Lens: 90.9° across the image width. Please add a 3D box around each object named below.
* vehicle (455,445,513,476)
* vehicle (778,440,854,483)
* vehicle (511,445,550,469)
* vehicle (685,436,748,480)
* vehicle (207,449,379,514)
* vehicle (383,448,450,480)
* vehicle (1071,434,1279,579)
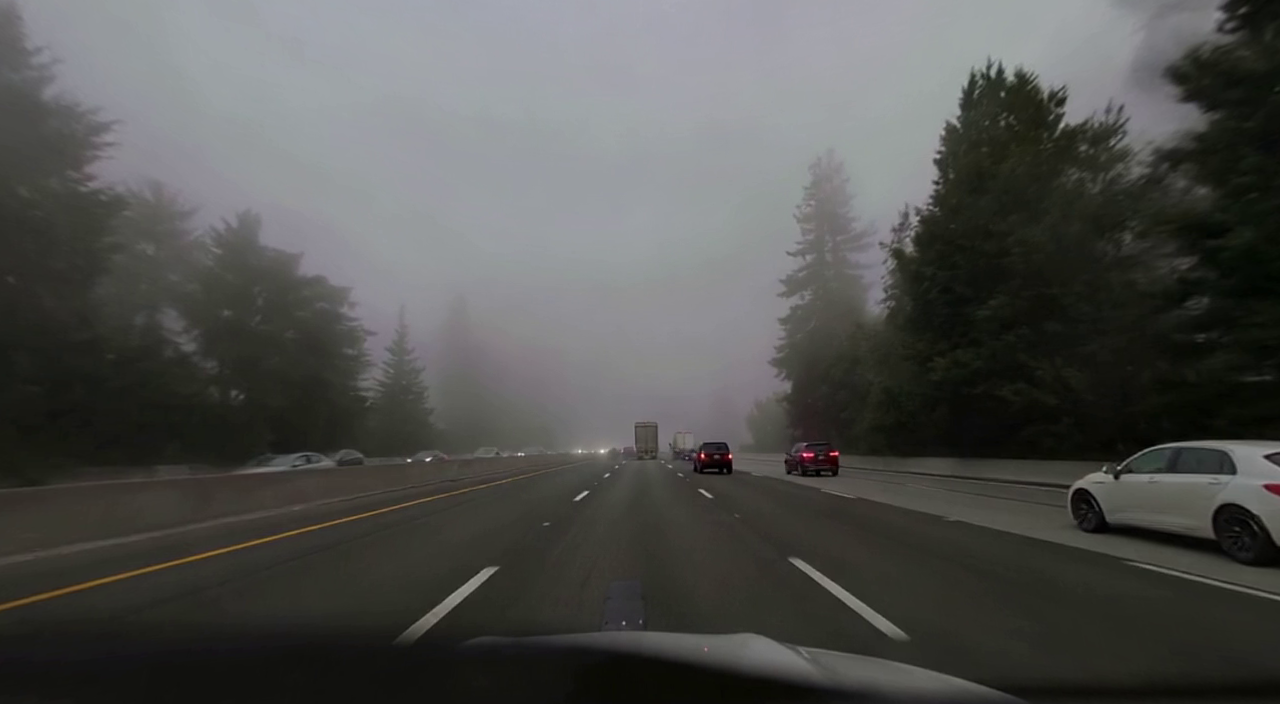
[{"bbox_3d":[-8.440,5.882,34.495,1.963,1.571,4.318,0,-8,2],"label":"vehicle"},{"bbox_3d":[7.512,4.675,27.339,1.976,1.703,4.288,0,-8,-1],"label":"vehicle"},{"bbox_3d":[-7.800,7.512,45.305,1.997,1.600,4.277,0,-8,1],"label":"vehicle"},{"bbox_3d":[3.482,4.937,29.678,2.209,1.862,4.717,0,-8,-1],"label":"vehicle"},{"bbox_3d":[-8.826,3.286,16.573,1.955,1.448,4.351,0,-8,1],"label":"vehicle"},{"bbox_3d":[-12.176,6.102,34.663,1.930,1.549,4.442,0,-8,2],"label":"vehicle"},{"bbox_3d":[7.668,1.706,7.221,2.022,1.488,4.817,0,-8,-1],"label":"vehicle"}]
